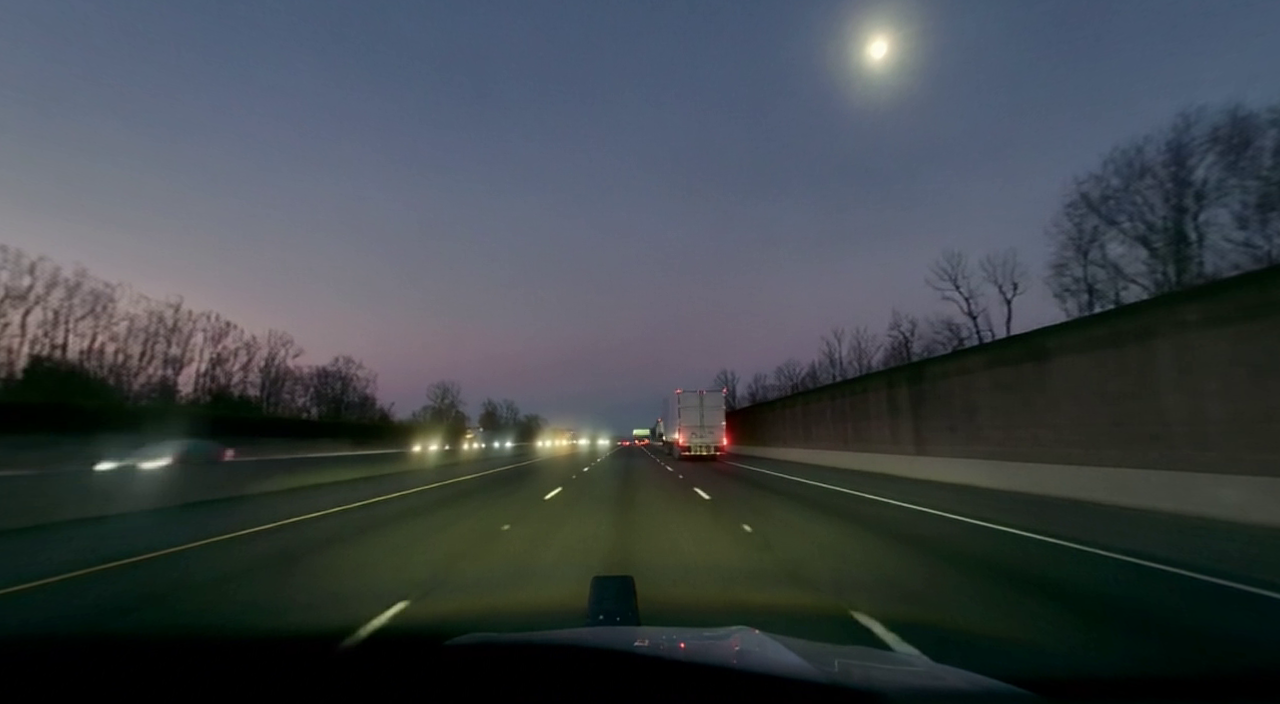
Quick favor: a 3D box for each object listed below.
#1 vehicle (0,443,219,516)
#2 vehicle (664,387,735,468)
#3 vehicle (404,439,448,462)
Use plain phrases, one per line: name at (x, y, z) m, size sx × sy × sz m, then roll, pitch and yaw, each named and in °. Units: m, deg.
vehicle at (-12.475, 2.961, 15.203) m, size 1.803 × 1.450 × 4.054 m, roll 0°, pitch -8°, yaw -1°
vehicle at (3.340, 4.866, 40.080) m, size 2.979 × 4.161 × 15.508 m, roll 1°, pitch -7°, yaw 0°
vehicle at (-16.076, 7.397, 47.421) m, size 1.938 × 1.579 × 4.138 m, roll 0°, pitch -8°, yaw -1°
